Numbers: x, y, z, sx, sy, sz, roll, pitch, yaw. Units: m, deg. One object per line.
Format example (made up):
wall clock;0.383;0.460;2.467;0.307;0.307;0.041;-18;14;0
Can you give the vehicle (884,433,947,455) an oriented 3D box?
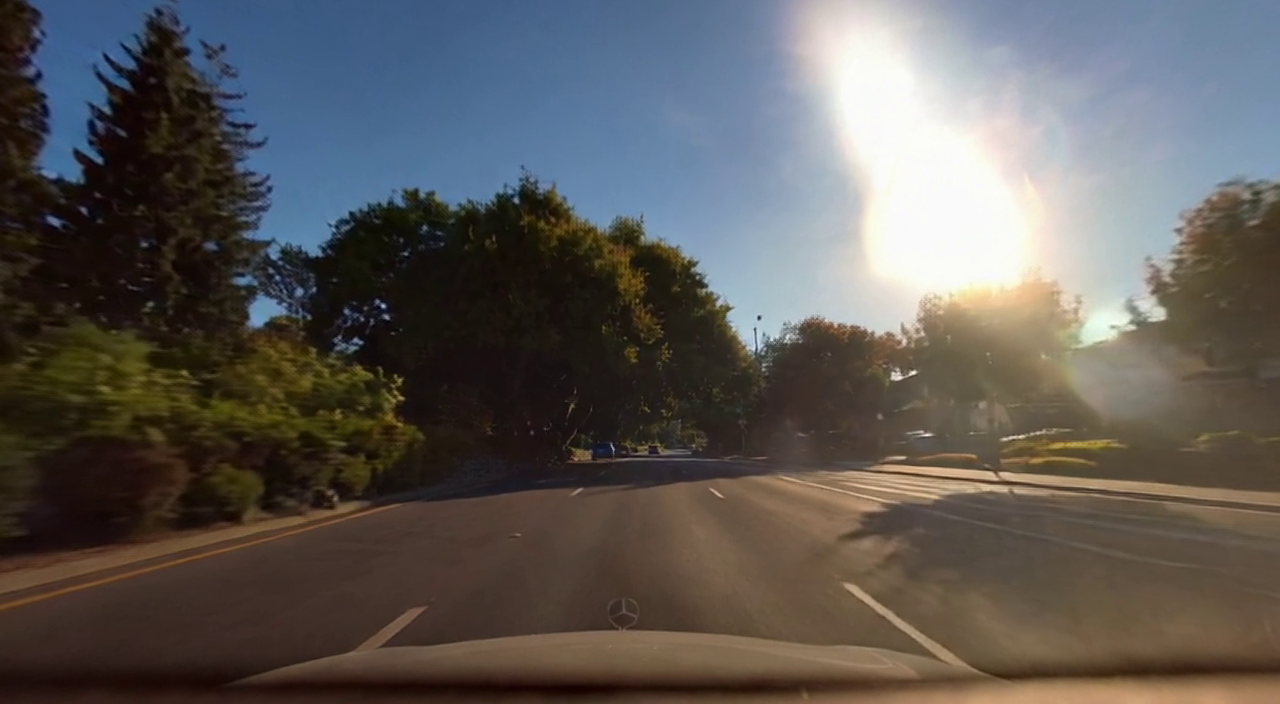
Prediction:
vehicle;19.790;6.603;45.416;3.688;1.489;1.667;1;-9;-4
